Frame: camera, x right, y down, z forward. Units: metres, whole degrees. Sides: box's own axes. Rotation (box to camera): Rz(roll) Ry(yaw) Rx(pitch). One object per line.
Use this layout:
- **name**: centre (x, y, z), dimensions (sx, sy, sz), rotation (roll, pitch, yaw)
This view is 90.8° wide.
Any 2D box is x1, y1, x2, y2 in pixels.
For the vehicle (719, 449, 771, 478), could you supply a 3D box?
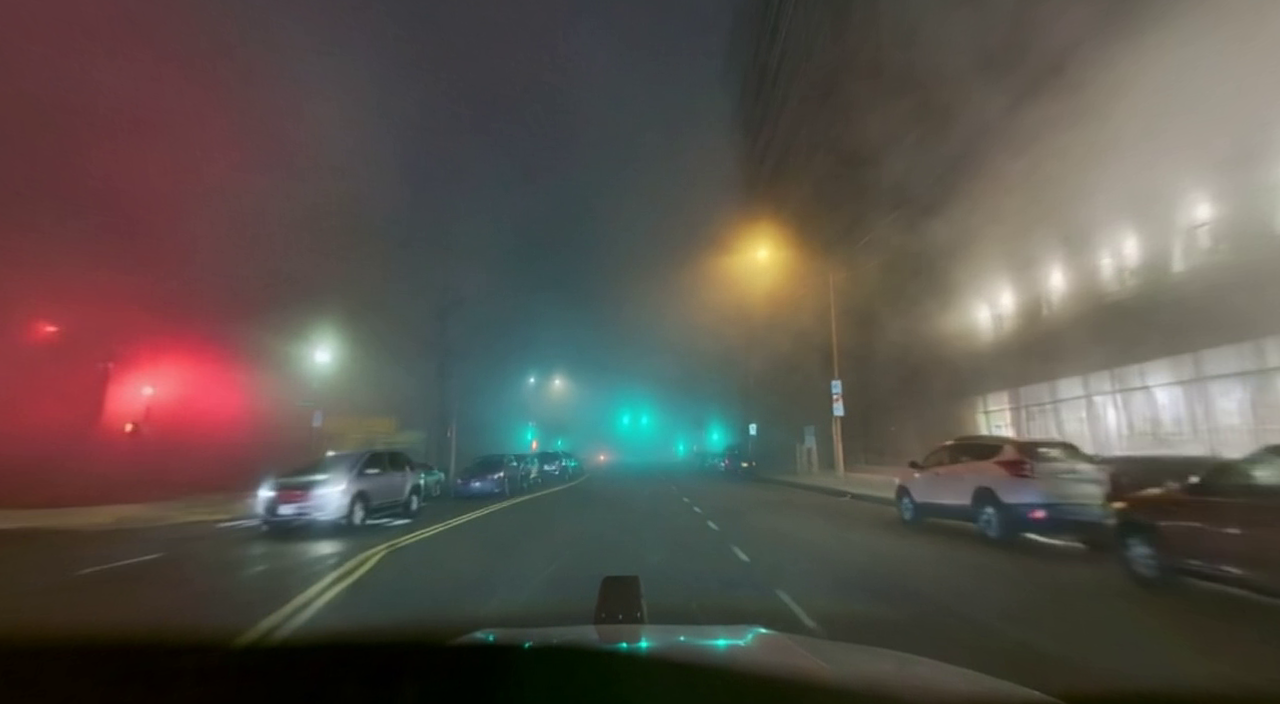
- **vehicle**: centre (6.025, 6.442, 36.836), dimensions (2.054, 1.525, 4.258), rotation (0, -8, -4)

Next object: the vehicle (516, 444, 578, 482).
- **vehicle**: centre (-4.326, 5.246, 30.173), dimensions (2.145, 1.653, 4.421), rotation (-1, -8, 2)

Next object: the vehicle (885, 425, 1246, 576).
- **vehicle**: centre (5.911, 2.082, 9.835), dimensions (2.138, 1.715, 4.886), rotation (0, -8, -1)

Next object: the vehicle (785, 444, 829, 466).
- **vehicle**: centre (11.761, 7.271, 44.802), dimensions (1.866, 1.506, 4.934), rotation (0, -8, 1)

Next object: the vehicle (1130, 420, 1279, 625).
- **vehicle**: centre (5.930, 1.205, 4.110), dimensions (1.957, 1.572, 4.418), rotation (0, -8, 1)

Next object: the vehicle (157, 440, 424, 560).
- **vehicle**: centre (-5.207, 2.201, 10.154), dimensions (1.949, 1.533, 3.864), rotation (-1, -8, 2)

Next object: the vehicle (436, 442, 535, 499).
- **vehicle**: centre (-4.877, 3.789, 20.614), dimensions (1.950, 1.636, 4.253), rotation (-1, -8, 3)
